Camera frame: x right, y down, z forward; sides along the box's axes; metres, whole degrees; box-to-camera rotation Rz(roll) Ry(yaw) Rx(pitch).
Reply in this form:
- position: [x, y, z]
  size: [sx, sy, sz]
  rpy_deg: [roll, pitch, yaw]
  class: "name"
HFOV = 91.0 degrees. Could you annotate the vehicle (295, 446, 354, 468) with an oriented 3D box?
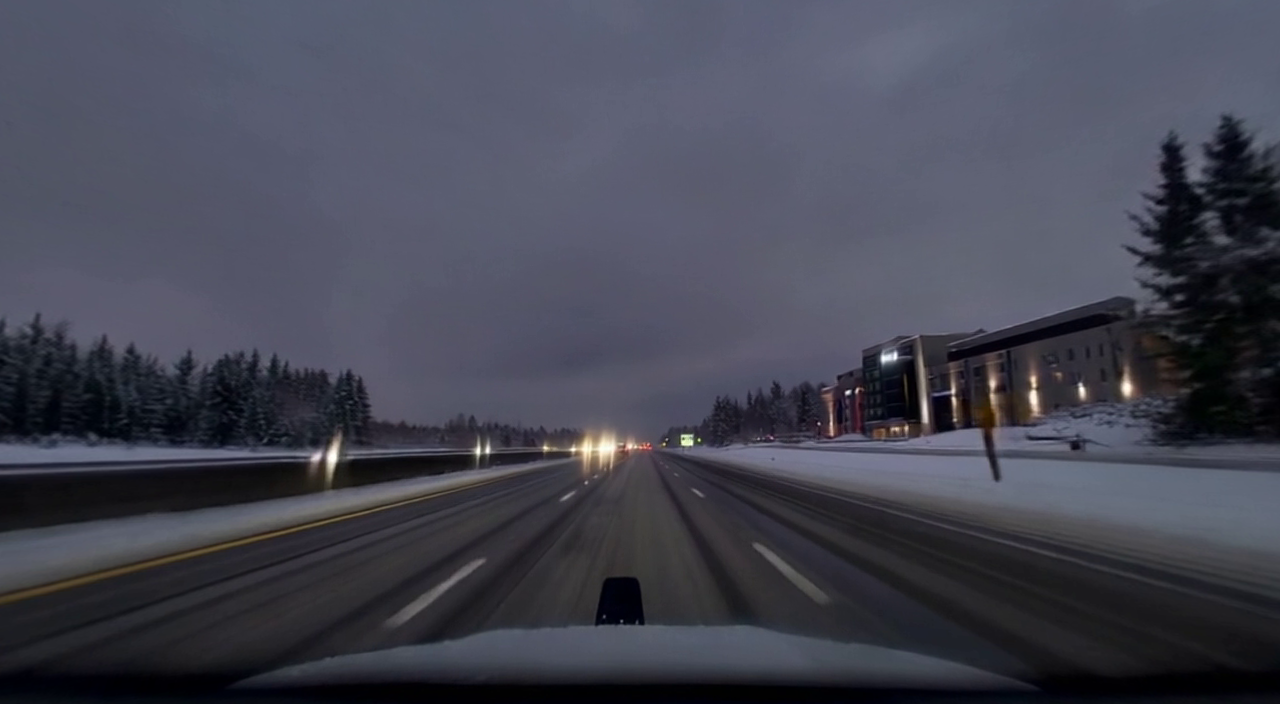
- position: [-23.946, 7.973, 47.981]
  size: [1.969, 1.530, 4.700]
  rpy_deg: [0, -9, 1]
  class: "vehicle"
